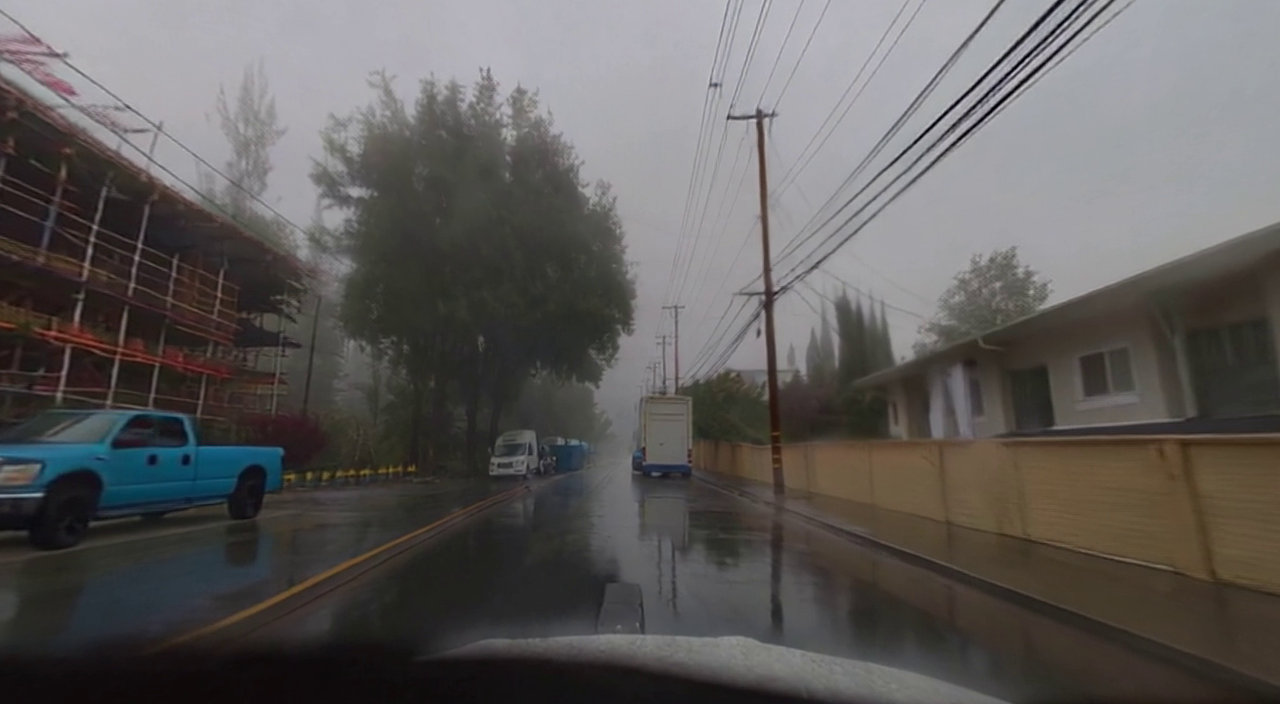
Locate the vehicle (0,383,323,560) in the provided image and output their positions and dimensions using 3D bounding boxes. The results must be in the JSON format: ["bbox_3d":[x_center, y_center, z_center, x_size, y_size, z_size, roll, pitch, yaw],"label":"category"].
[{"bbox_3d":[-7.706,1.742,9.729,2.238,1.895,5.648,-1,-9,6],"label":"vehicle"}]

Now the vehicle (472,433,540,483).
[{"bbox_3d":[-6.232,4.915,29.806,2.171,1.910,4.789,-1,-5,0],"label":"vehicle"}]

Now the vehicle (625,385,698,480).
[{"bbox_3d":[0.861,4.160,30.613,2.915,3.793,9.963,1,-10,0],"label":"vehicle"}]

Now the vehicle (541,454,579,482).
[{"bbox_3d":[-5.861,8.509,46.513,2.257,1.916,5.089,0,-9,-2],"label":"vehicle"}]
